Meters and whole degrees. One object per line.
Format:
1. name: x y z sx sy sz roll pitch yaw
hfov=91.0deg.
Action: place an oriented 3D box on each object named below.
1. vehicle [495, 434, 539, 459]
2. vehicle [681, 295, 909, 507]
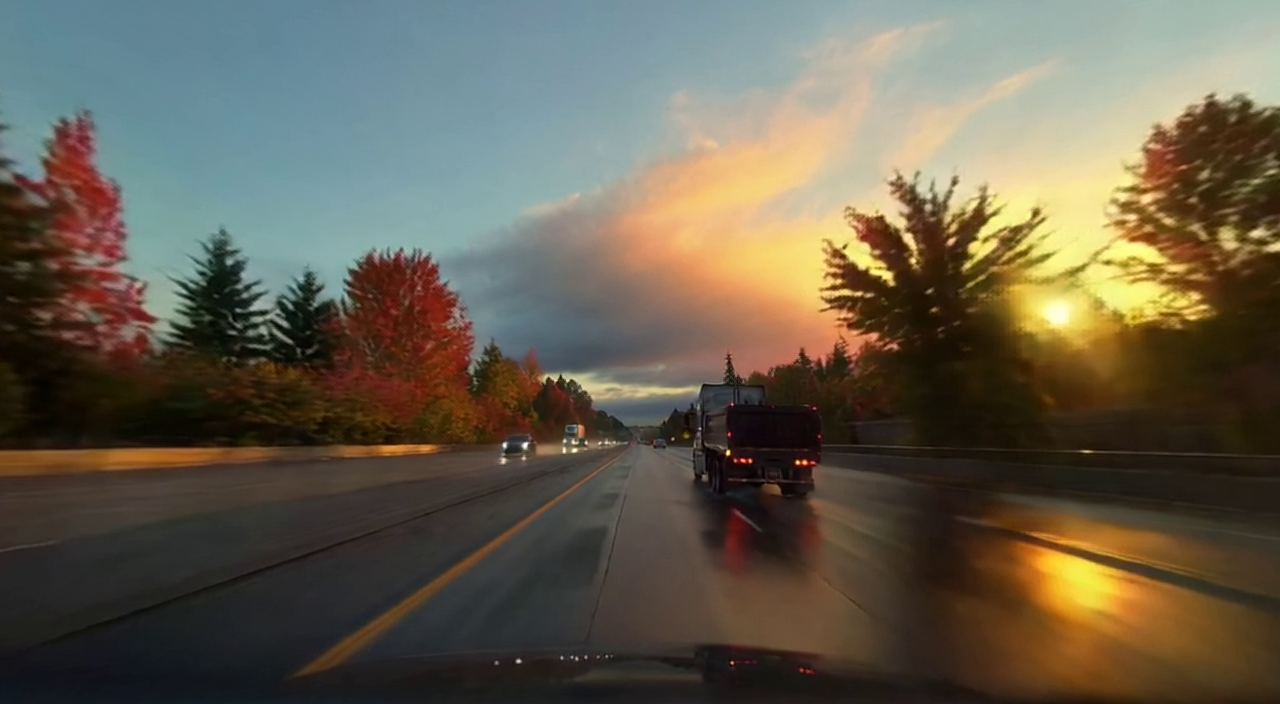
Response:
1. vehicle: -8.246 6.401 42.620 1.986 1.541 4.670 0 -8 1
2. vehicle: 3.557 1.947 19.755 3.691 4.331 13.909 0 -8 0
